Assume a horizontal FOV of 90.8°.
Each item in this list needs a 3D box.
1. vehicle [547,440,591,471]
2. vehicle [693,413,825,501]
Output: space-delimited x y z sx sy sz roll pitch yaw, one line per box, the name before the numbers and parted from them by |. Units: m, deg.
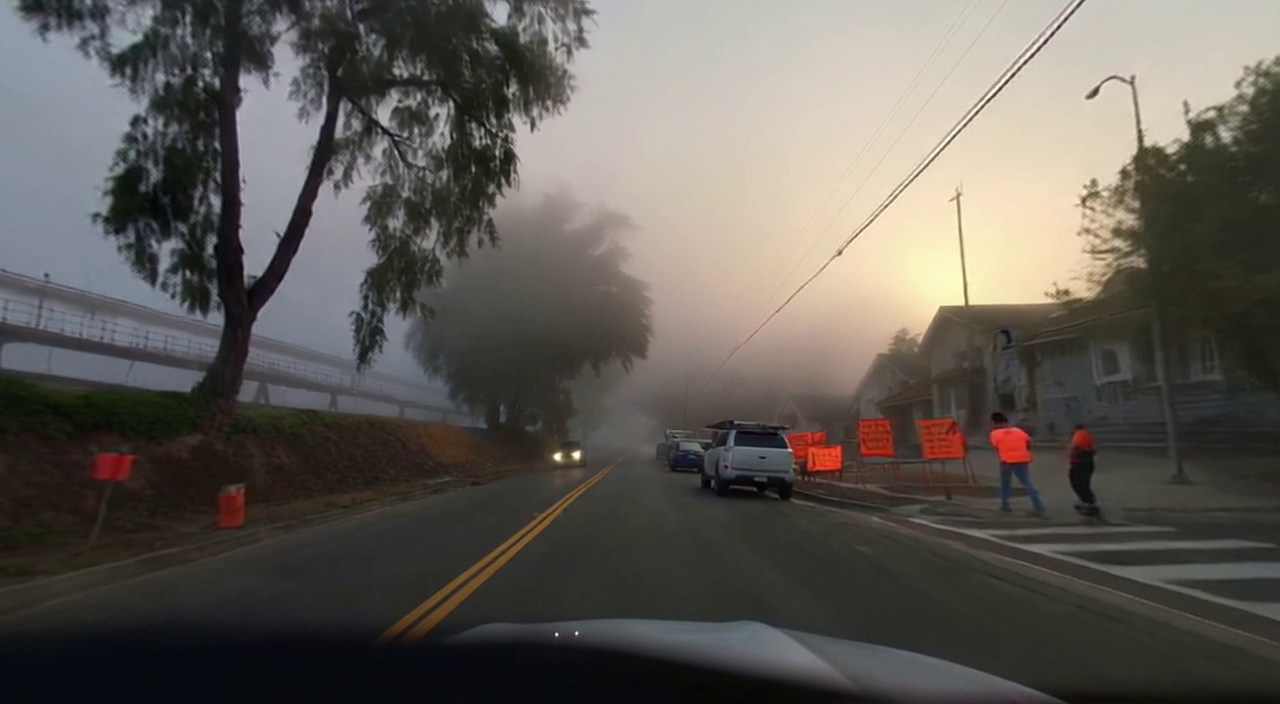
vehicle | -4.078 6.023 36.955 2.078 1.716 4.367 0 -8 0
vehicle | 3.146 3.003 18.488 2.759 2.114 6.152 0 -8 1
